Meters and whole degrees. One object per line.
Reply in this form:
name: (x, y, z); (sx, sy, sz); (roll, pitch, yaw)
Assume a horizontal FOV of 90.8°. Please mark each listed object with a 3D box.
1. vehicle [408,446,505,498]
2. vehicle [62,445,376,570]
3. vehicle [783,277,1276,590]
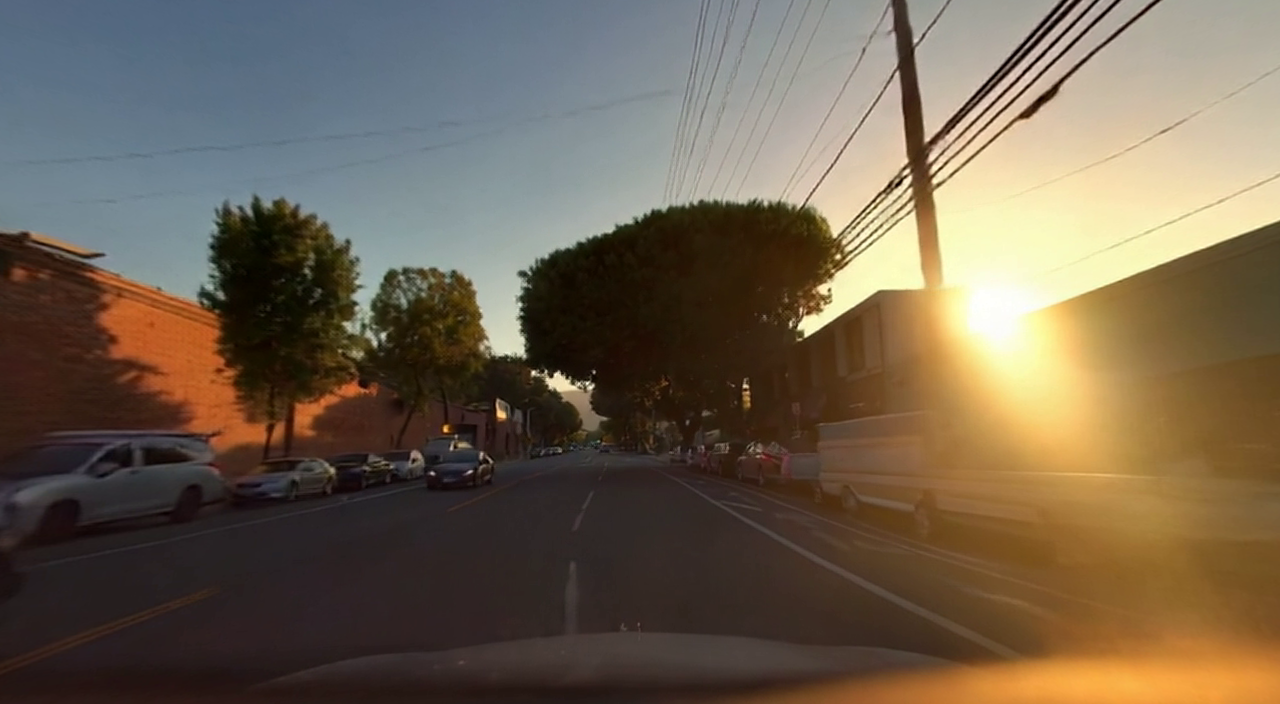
vehicle: (-5.813, 3.810, 20.598); (1.925, 1.479, 4.444); (0, -8, -2)
vehicle: (-5.992, 2.200, 9.843); (1.845, 1.469, 4.413); (0, -8, 0)
vehicle: (4.846, 1.331, 10.316); (2.815, 3.203, 7.558); (0, -8, -3)
